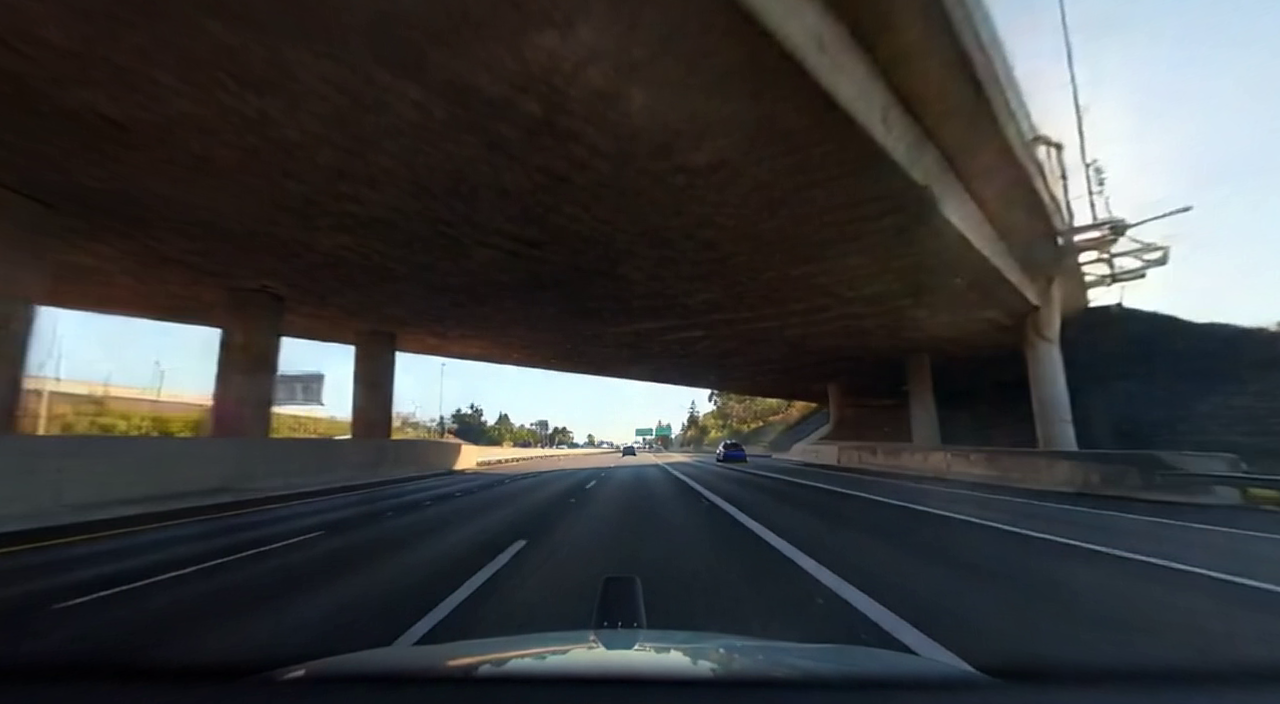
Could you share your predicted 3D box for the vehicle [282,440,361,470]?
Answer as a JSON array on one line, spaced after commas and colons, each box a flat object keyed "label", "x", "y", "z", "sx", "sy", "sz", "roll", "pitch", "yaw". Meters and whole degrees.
[{"label": "vehicle", "x": -19.141, "y": 6.224, "z": 38.283, "sx": 2.208, "sy": 1.660, "sz": 5.052, "roll": 0, "pitch": -9, "yaw": 0}]

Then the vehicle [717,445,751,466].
[{"label": "vehicle", "x": 7.195, "y": 7.985, "z": 48.981, "sx": 1.958, "sy": 1.498, "sz": 4.447, "roll": 0, "pitch": -7, "yaw": 0}]
